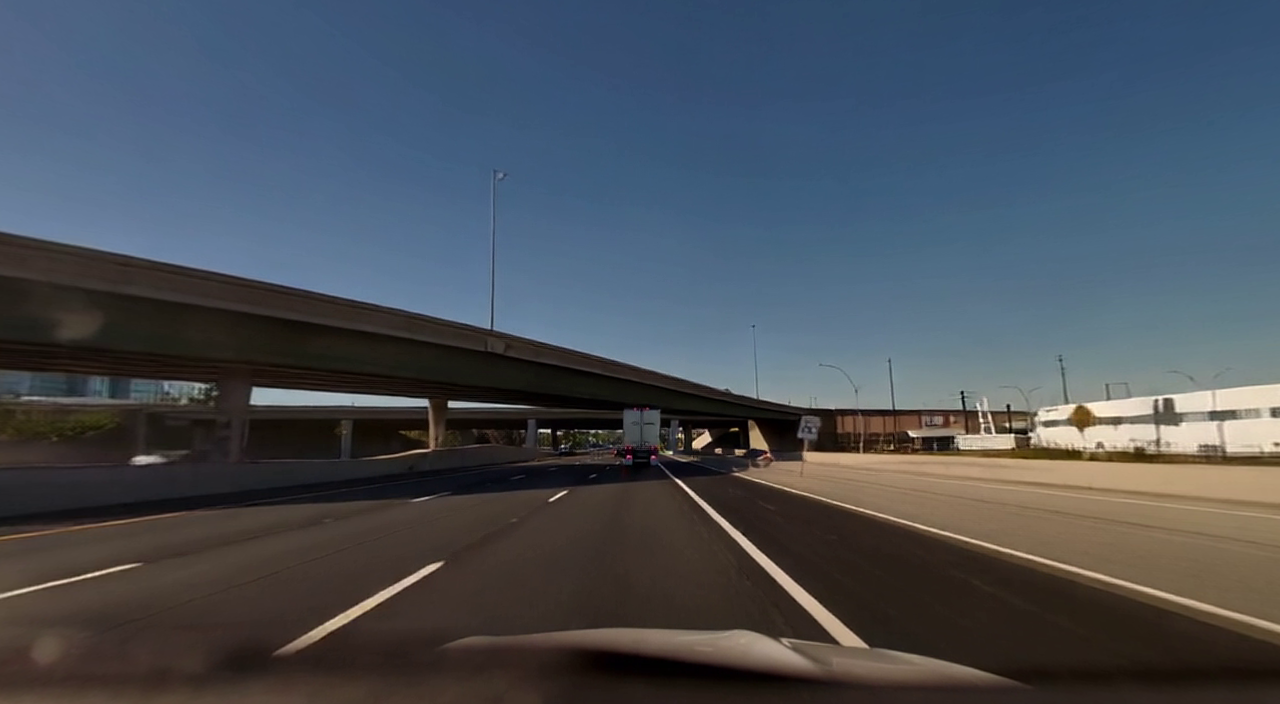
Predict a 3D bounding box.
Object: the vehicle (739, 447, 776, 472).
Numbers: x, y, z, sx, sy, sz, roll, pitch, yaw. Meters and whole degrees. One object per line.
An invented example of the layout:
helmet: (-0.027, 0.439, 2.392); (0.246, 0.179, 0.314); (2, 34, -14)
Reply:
vehicle: (7.374, 6.729, 39.749); (1.660, 1.497, 3.594); (0, -9, 1)
